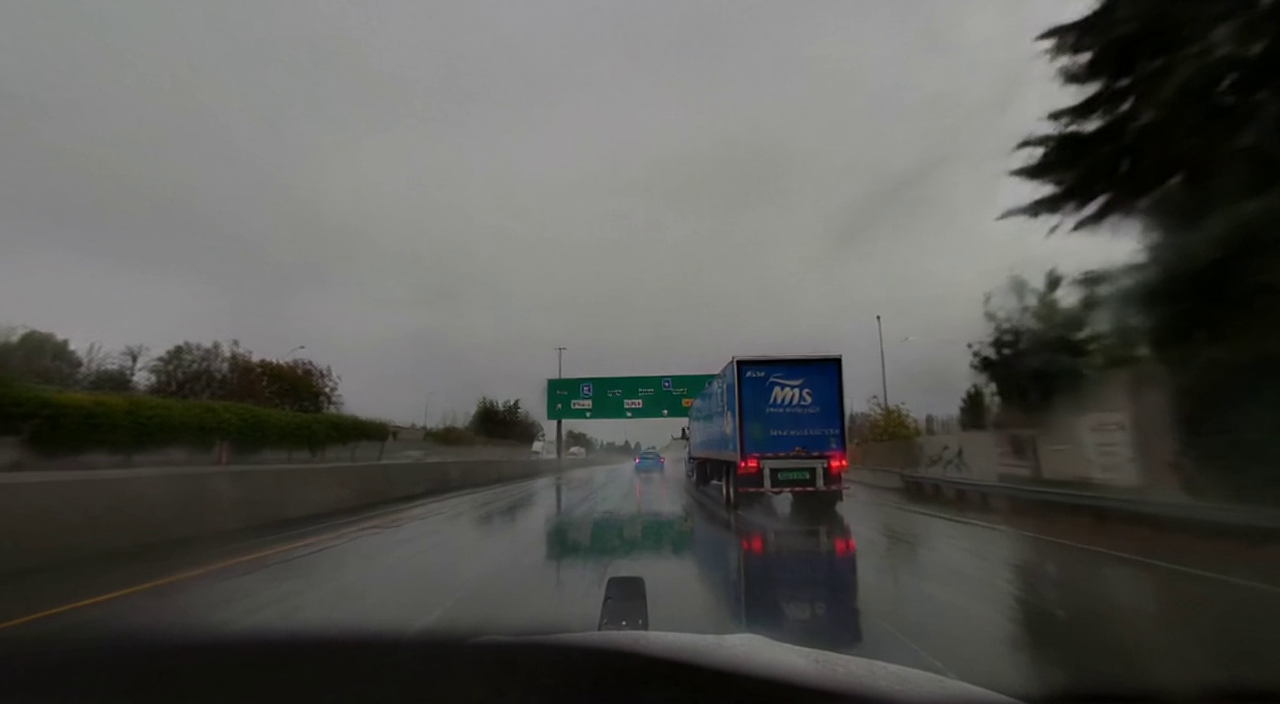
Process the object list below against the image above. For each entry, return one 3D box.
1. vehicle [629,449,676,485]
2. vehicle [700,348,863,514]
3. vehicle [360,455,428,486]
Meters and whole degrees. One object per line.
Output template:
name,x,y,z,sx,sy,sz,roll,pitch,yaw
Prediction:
vehicle,0.605,5.582,30.977,2.121,1.642,3.828,0,-9,1
vehicle,4.179,3.013,22.771,3.002,4.104,14.174,0,-9,2
vehicle,-12.848,6.215,33.204,1.804,1.450,4.182,0,-9,2
